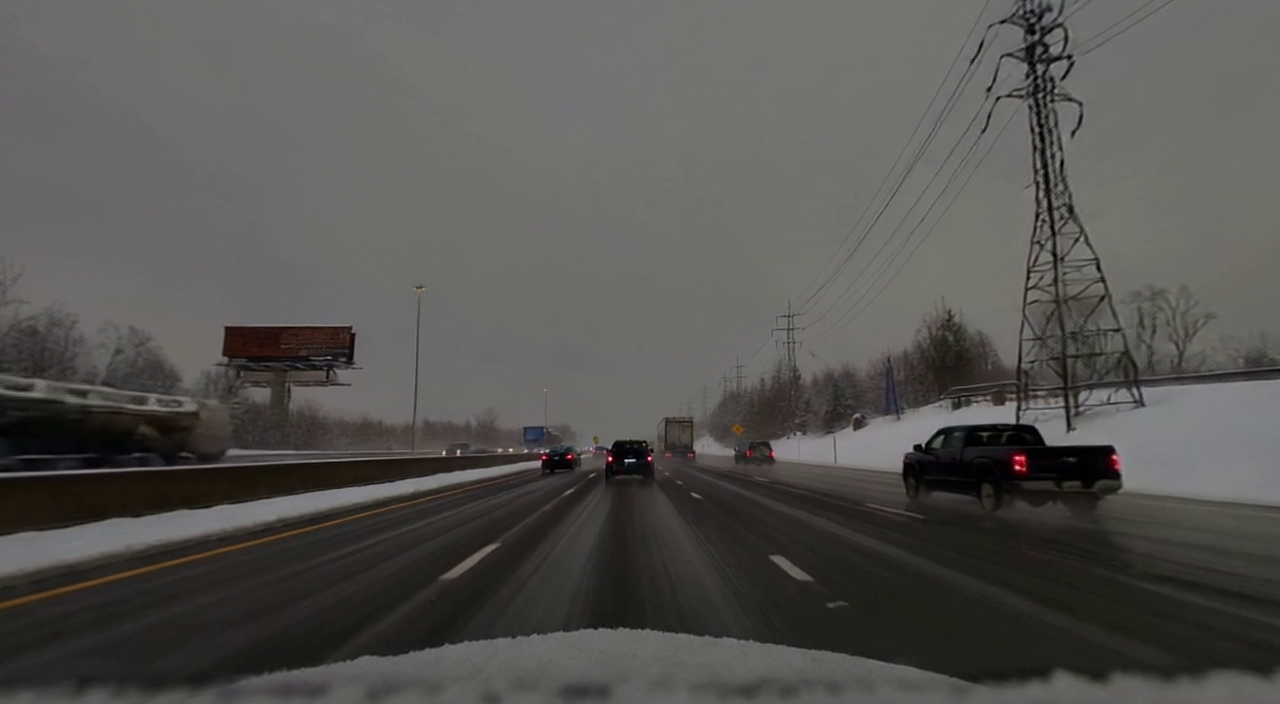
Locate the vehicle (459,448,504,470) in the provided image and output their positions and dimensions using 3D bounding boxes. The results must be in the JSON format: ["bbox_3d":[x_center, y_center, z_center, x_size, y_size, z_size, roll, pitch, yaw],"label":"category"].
[{"bbox_3d":[-11.046,7.478,44.409,1.877,1.457,4.546,0,-9,1],"label":"vehicle"}]

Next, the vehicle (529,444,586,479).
[{"bbox_3d":[-3.785,5.106,29.743,2.025,1.498,4.675,0,-9,0],"label":"vehicle"}]

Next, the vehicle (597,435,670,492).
[{"bbox_3d":[-0.228,3.669,21.070,2.191,1.685,4.015,0,-9,-1],"label":"vehicle"}]

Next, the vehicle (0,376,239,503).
[{"bbox_3d":[-20.513,3.322,23.411,2.868,3.748,12.679,0,-9,0],"label":"vehicle"}]

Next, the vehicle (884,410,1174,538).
[{"bbox_3d":[6.757,2.196,11.970,2.086,1.862,5.232,0,-9,-1],"label":"vehicle"}]

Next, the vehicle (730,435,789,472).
[{"bbox_3d":[6.916,5.969,37.187,2.302,1.973,5.502,0,-9,-1],"label":"vehicle"}]
